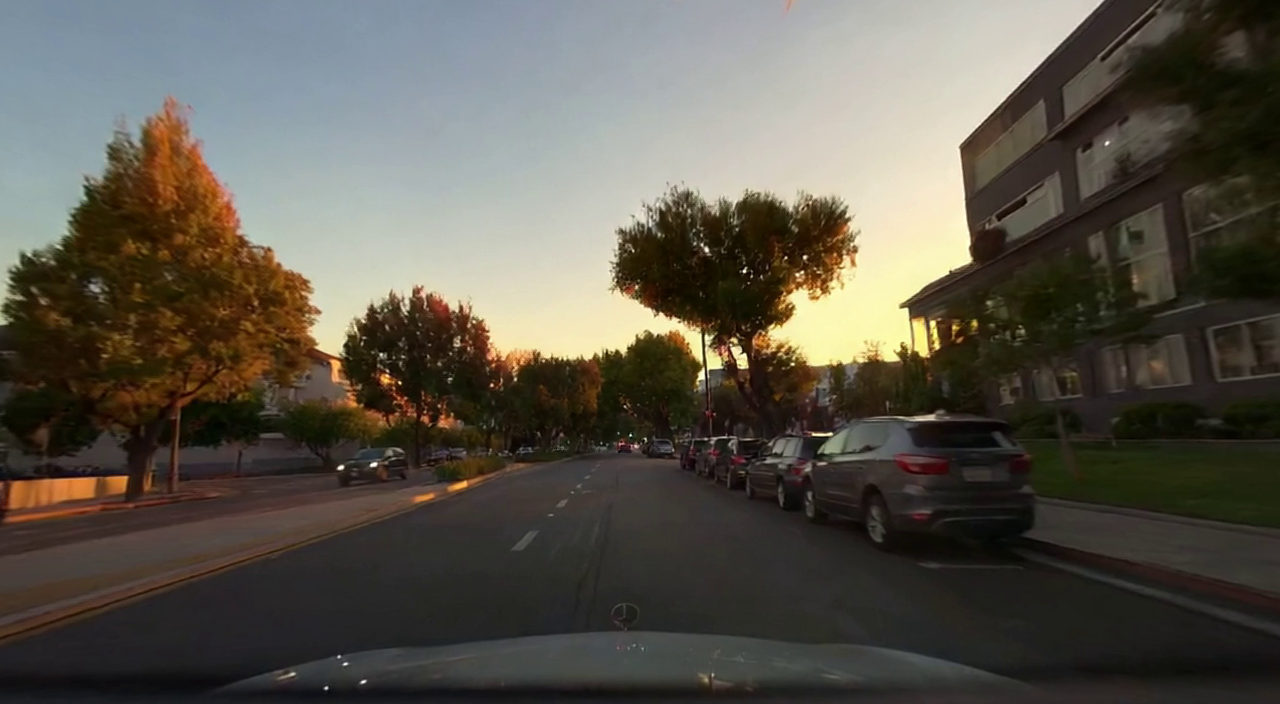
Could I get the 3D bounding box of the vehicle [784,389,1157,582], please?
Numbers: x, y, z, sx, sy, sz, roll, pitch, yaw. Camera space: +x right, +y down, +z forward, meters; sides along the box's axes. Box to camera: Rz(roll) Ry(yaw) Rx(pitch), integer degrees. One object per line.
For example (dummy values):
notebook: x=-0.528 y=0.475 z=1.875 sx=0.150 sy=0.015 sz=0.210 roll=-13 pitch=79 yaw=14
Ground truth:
vehicle: x=3.841 y=1.678 z=8.852 sx=2.129 sy=1.853 sz=5.275 roll=0 pitch=-8 yaw=-3

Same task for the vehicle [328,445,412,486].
vehicle: x=-11.855 y=4.975 z=28.124 sx=1.950 sy=1.629 sz=4.333 roll=0 pitch=-8 yaw=-2
